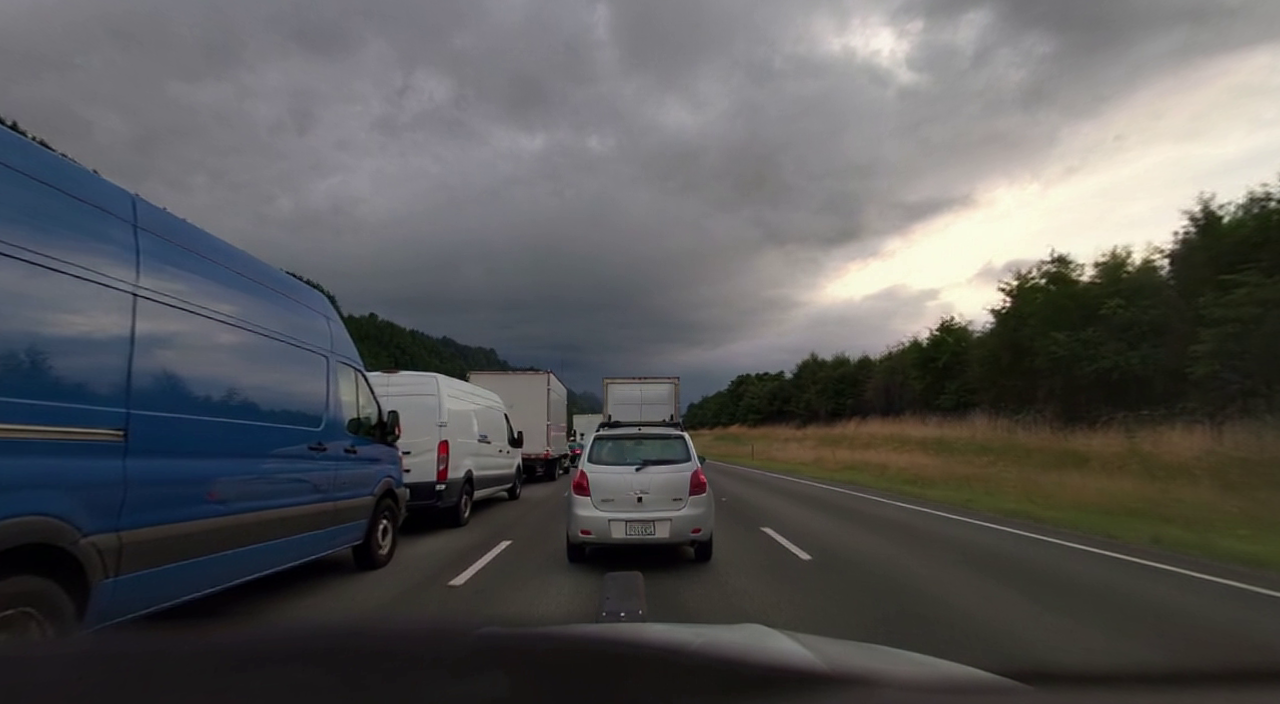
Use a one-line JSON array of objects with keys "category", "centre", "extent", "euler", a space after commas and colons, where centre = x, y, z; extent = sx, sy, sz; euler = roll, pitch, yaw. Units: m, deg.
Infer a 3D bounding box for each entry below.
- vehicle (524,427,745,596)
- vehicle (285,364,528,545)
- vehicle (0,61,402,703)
[{"category": "vehicle", "centre": [-0.094, 1.710, 7.478], "extent": [1.995, 1.495, 3.380], "euler": [0, -9, -1]}, {"category": "vehicle", "centre": [-4.038, 2.021, 12.768], "extent": [2.349, 2.643, 6.807], "euler": [0, -9, -1]}, {"category": "vehicle", "centre": [-4.036, 0.429, 4.494], "extent": [2.254, 2.879, 6.656], "euler": [0, -9, -2]}]
